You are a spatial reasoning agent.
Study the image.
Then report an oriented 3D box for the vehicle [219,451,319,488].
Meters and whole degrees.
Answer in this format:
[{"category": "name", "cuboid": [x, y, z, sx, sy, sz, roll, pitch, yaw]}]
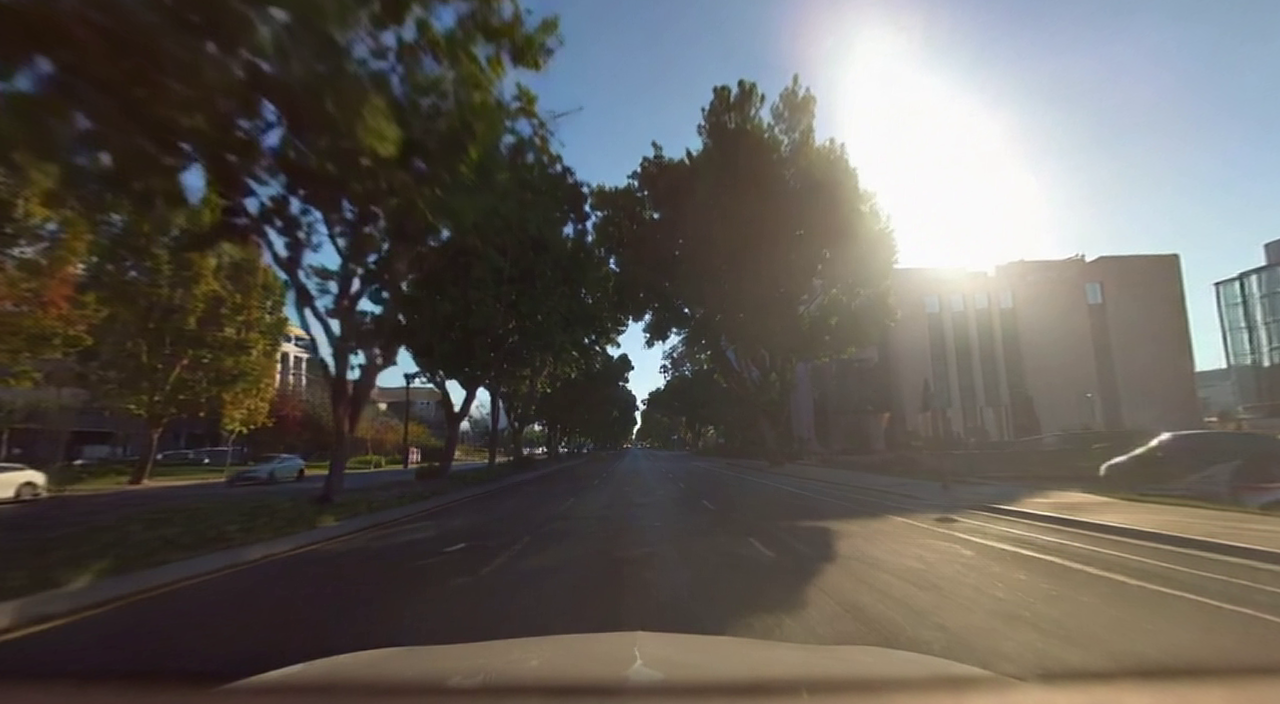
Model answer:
[{"category": "vehicle", "cuboid": [-17.059, 5.377, 29.342, 1.877, 1.525, 4.312, 0, -8, 2]}]
